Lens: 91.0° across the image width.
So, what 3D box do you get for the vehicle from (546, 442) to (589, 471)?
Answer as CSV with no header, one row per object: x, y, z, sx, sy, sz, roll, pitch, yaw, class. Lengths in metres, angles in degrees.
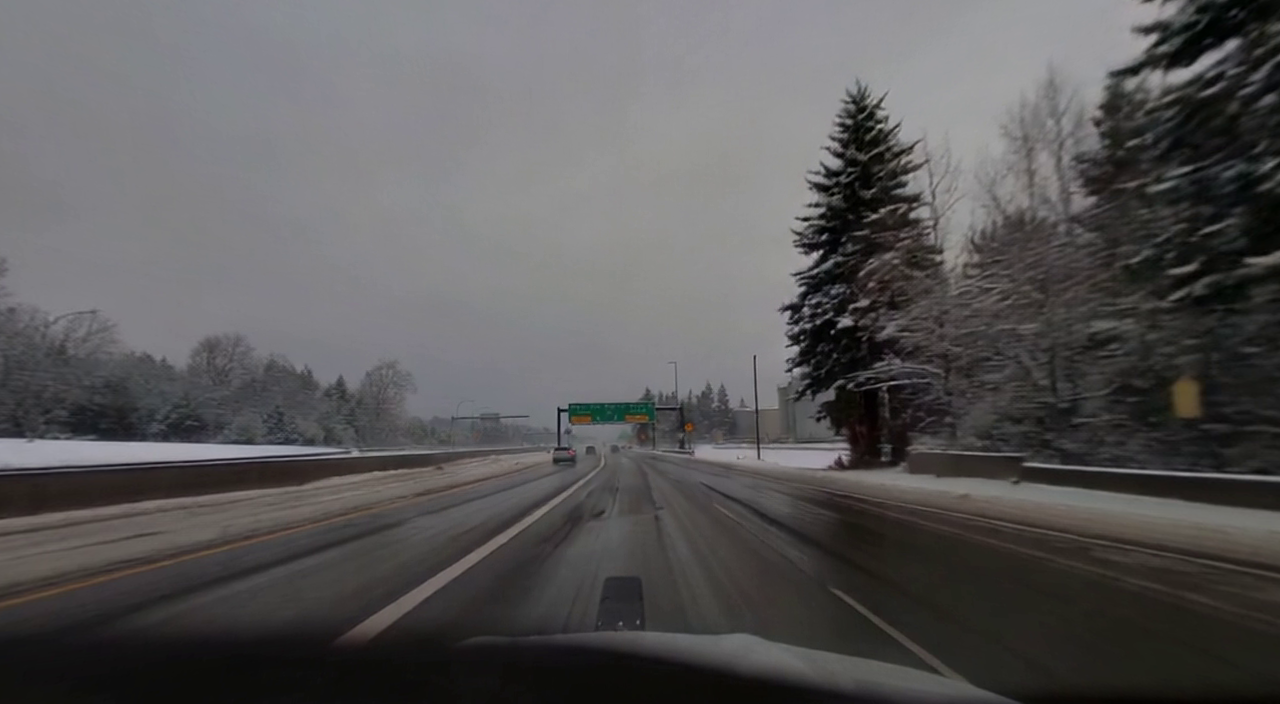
-4.188,6.132,36.961,2.012,1.571,4.232,0,-9,0,vehicle
